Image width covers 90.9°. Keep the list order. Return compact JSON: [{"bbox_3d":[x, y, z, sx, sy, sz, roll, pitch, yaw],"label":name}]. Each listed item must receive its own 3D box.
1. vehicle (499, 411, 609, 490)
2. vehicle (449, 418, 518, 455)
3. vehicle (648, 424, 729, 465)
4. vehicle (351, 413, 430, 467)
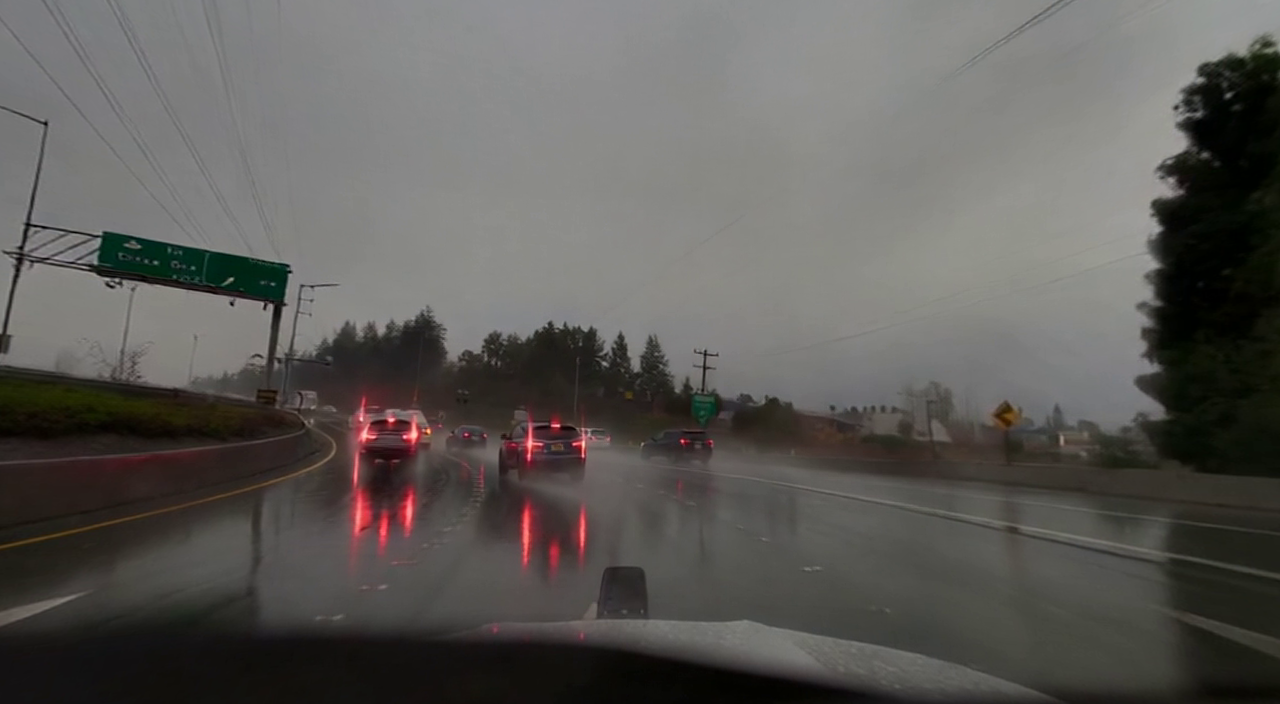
[{"bbox_3d":[-2.354,2.493,16.150,2.140,1.724,4.304,2,-9,-16],"label":"vehicle"},{"bbox_3d":[-6.980,3.754,27.809,1.832,1.473,4.364,4,-9,-28],"label":"vehicle"},{"bbox_3d":[2.233,4.471,30.560,2.079,1.807,4.682,3,-9,-21],"label":"vehicle"},{"bbox_3d":[-7.907,2.820,20.182,2.033,1.501,4.623,3,-9,-20],"label":"vehicle"}]
